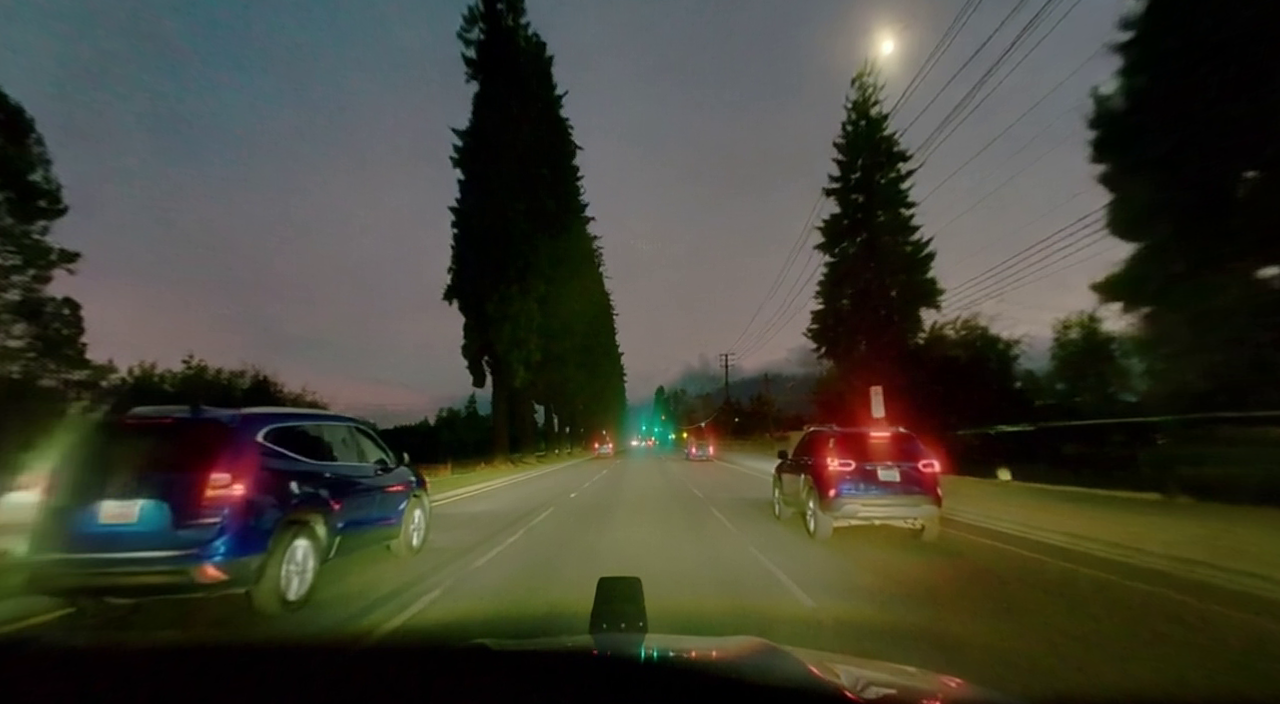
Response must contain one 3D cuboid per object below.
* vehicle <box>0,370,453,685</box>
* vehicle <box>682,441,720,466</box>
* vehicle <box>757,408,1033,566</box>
[{"bbox_3d":[-3.542,1.318,5.923,2.104,1.785,4.494,0,-8,1],"label":"vehicle"},{"bbox_3d":[3.726,6.316,39.370,1.906,1.468,4.422,0,-8,0],"label":"vehicle"},{"bbox_3d":[3.261,1.825,9.313,2.182,1.744,4.464,0,-8,0],"label":"vehicle"}]
